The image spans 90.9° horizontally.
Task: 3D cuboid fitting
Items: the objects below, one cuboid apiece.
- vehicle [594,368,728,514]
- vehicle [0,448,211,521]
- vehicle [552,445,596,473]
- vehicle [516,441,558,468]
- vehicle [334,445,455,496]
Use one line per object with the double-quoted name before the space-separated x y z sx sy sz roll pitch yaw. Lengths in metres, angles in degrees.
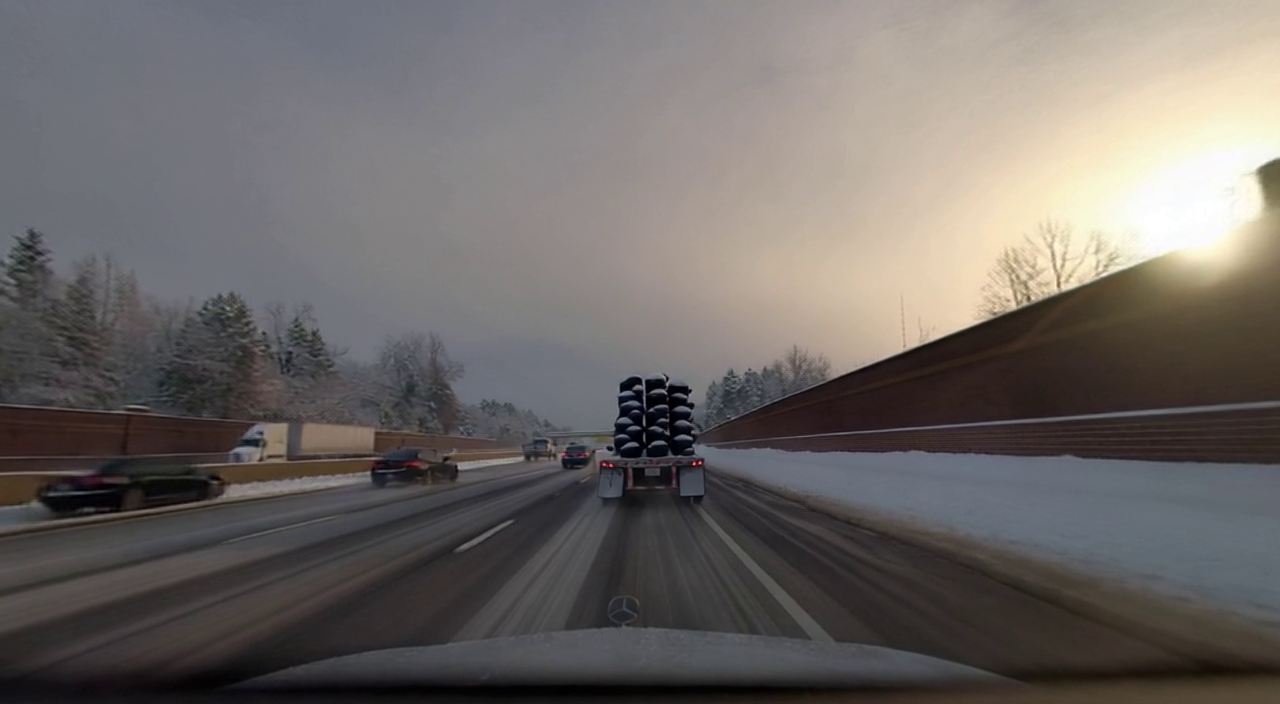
"vehicle" 0.434 2.476 17.533 2.798 3.071 8.412 0 -8 0
"vehicle" -12.981 3.080 15.299 1.908 1.473 4.552 0 -8 0
"vehicle" -3.681 6.068 36.036 1.974 1.475 4.538 0 -8 1
"vehicle" -7.462 7.458 46.061 2.164 1.874 5.004 0 -8 1
"vehicle" -7.857 3.812 20.734 2.006 1.458 4.700 0 -8 1
